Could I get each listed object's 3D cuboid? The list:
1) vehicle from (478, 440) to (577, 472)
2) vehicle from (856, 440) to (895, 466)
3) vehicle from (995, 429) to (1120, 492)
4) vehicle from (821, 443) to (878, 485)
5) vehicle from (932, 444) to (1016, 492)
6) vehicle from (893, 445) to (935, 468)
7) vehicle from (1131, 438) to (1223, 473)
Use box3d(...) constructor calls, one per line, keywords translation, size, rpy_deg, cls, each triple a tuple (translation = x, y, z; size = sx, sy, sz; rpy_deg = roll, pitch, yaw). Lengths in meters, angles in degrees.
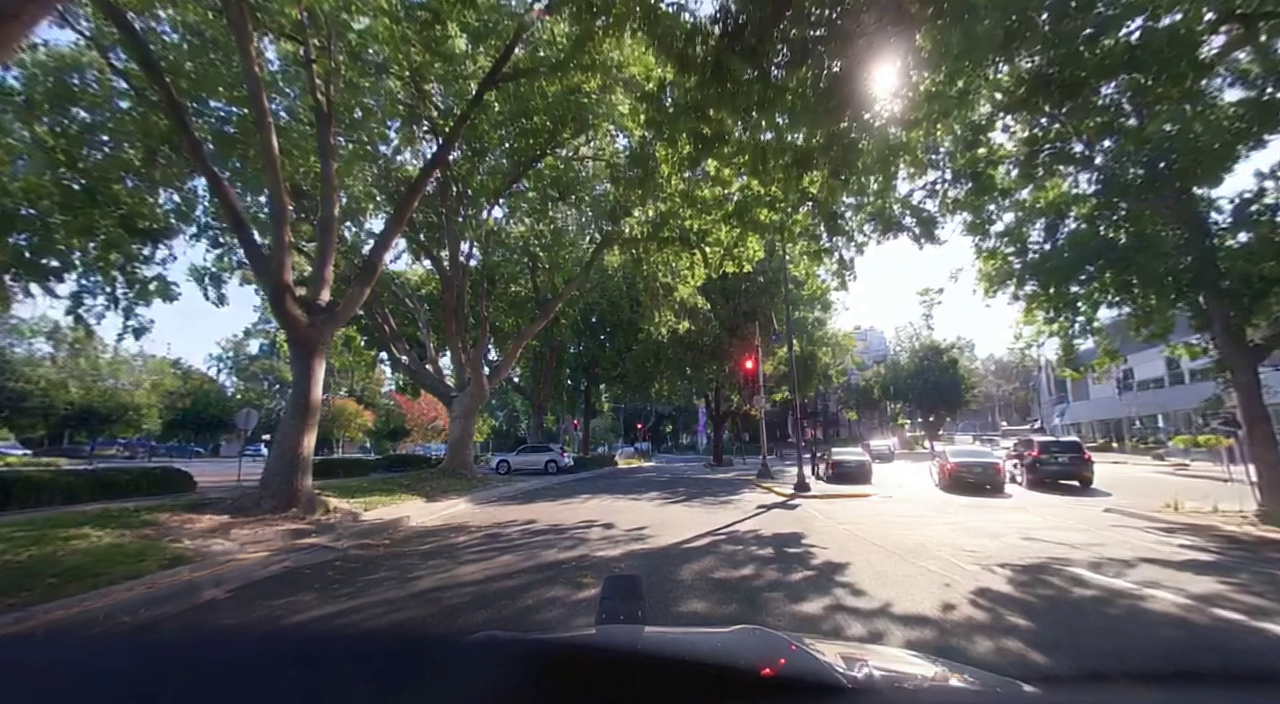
box3d(translation=(-5.410, 5.034, 30.745), size=(4.376, 1.476, 1.791), rpy_deg=(-1, -8, 5), cls="vehicle")
box3d(translation=(15.663, 6.726, 42.182), size=(1.921, 1.657, 4.400), rpy_deg=(-2, -9, 15), cls="vehicle")
box3d(translation=(14.540, 3.800, 22.470), size=(2.265, 1.919, 5.745), rpy_deg=(-4, -9, 19), cls="vehicle")
box3d(translation=(8.165, 4.330, 24.848), size=(1.867, 1.479, 4.452), rpy_deg=(-2, -9, 16), cls="vehicle")
box3d(translation=(12.303, 4.233, 23.584), size=(2.031, 1.592, 4.470), rpy_deg=(-3, -9, 19), cls="vehicle")
box3d(translation=(18.043, 6.871, 41.713), size=(1.936, 1.391, 3.874), rpy_deg=(-2, -9, 15), cls="vehicle")
box3d(translation=(31.533, 6.072, 37.321), size=(2.056, 1.878, 5.238), rpy_deg=(-2, -9, 16), cls="vehicle")
